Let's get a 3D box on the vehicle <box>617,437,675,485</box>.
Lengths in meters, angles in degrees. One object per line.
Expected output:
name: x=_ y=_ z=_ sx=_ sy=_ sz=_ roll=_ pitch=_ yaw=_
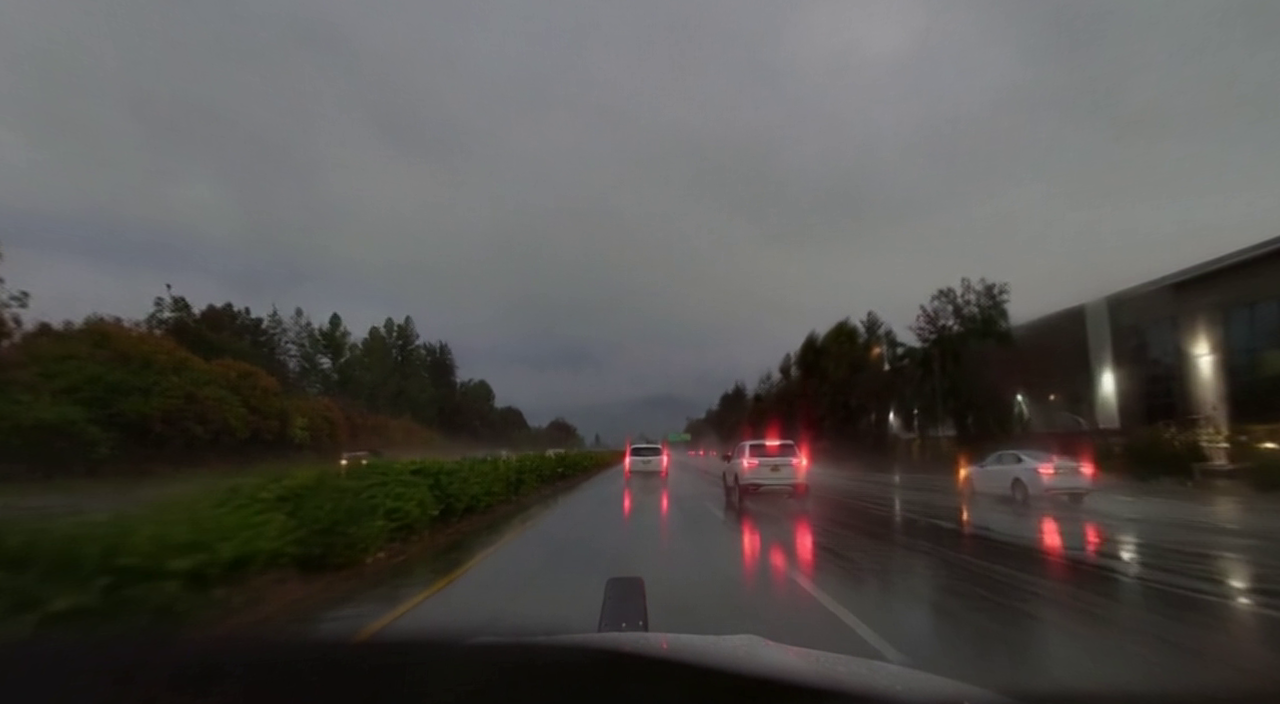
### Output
vehicle: x=0.243 y=4.647 z=27.250 sx=2.290 sy=1.862 sz=4.454 roll=0 pitch=-8 yaw=1

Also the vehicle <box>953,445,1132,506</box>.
vehicle: x=10.984 y=3.356 z=17.713 sx=2.027 sy=1.446 sz=4.470 roll=0 pitch=-8 yaw=0

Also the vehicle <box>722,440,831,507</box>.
vehicle: x=3.548 y=3.222 z=17.254 sx=2.042 sy=1.592 sz=4.047 roll=0 pitch=-8 yaw=-1

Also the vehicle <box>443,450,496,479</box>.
vehicle: x=-10.699 y=7.054 z=39.864 sx=2.012 sy=1.685 sz=4.411 roll=0 pitch=-8 yaw=1
